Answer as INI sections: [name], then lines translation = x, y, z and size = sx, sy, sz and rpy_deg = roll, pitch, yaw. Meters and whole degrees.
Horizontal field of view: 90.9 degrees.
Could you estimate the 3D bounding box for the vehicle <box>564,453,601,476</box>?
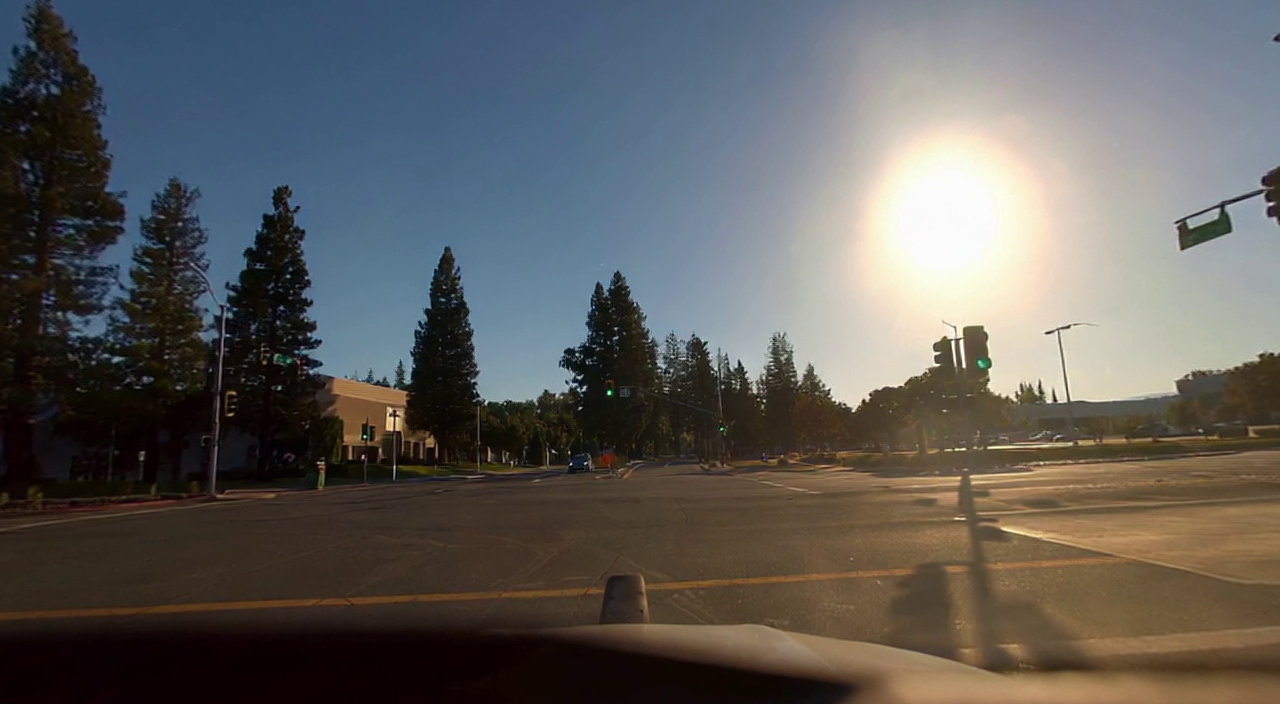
[vehicle]
translation = -4.467, 8.844, 49.854
size = 2.030, 1.704, 4.205
rpy_deg = -1, -8, 7
